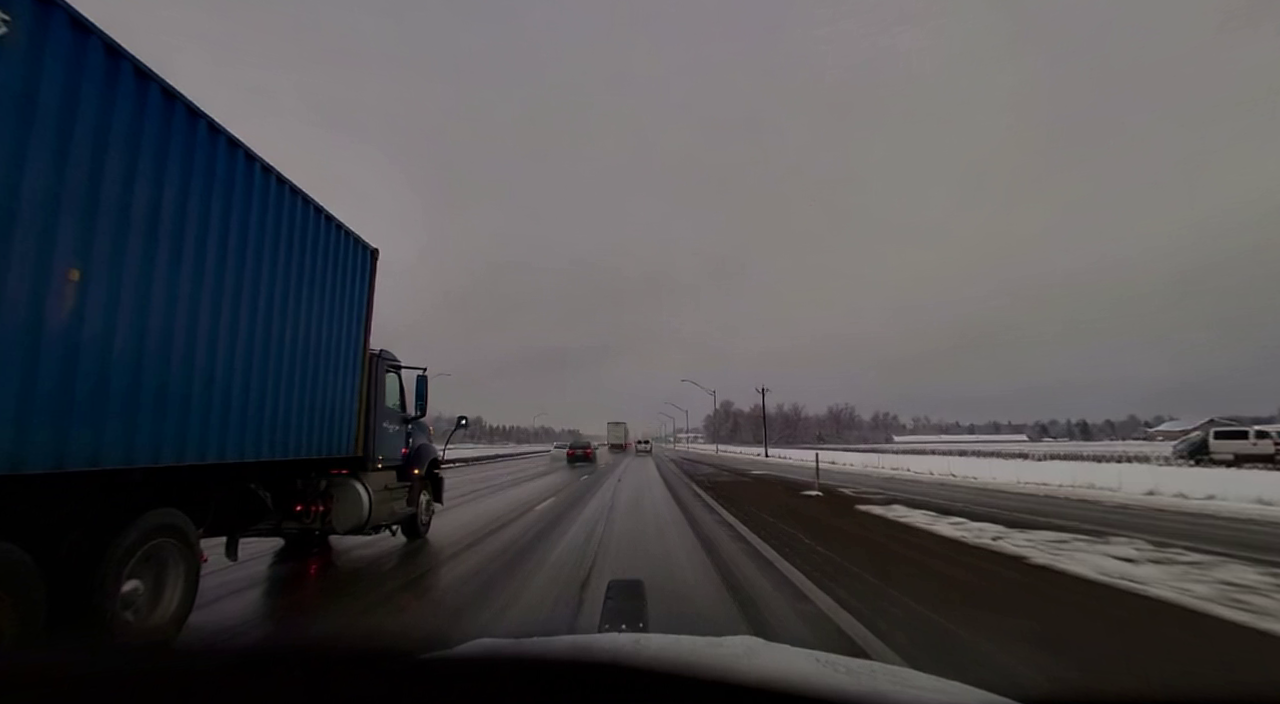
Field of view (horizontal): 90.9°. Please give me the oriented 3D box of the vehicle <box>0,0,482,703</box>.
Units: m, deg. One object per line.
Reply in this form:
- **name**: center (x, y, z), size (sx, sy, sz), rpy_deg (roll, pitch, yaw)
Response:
- **vehicle**: center (-3.970, 0.210, 5.825), size (2.987, 3.868, 7.576), rpy_deg (0, -8, 0)

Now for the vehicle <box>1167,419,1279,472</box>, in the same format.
- **vehicle**: center (43.744, 6.589, 44.566), size (3.198, 3.490, 9.353), rpy_deg (3, -9, -20)

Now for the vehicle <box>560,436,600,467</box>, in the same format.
- **vehicle**: center (-3.554, 6.019, 38.153), size (1.995, 1.745, 4.187), rpy_deg (0, -8, 0)
